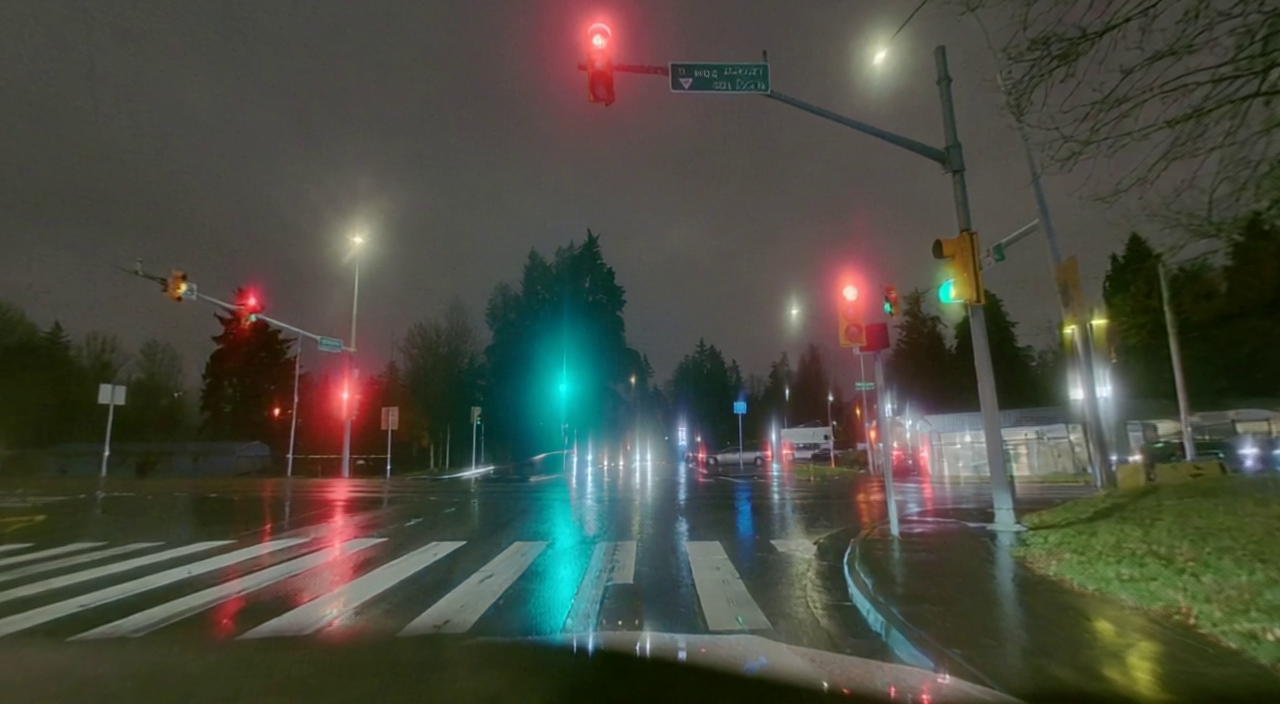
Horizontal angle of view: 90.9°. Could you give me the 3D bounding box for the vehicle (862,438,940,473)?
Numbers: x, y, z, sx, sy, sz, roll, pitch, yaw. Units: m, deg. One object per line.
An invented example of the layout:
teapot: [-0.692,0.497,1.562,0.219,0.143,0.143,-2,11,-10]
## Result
vehicle: [12.409,5.034,30.269,1.922,1.529,3.964,0,-11,-2]

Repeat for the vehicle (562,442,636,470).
vehicle: [-2.450,6.150,37.552,3.991,1.526,1.868,-5,-9,30]

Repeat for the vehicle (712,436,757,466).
vehicle: [6.895,7.207,46.155,1.491,2.041,2.964,7,-10,-38]

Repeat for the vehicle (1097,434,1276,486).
vehicle: [16.801,3.318,19.514,3.876,1.512,1.784,0,-8,-1]
